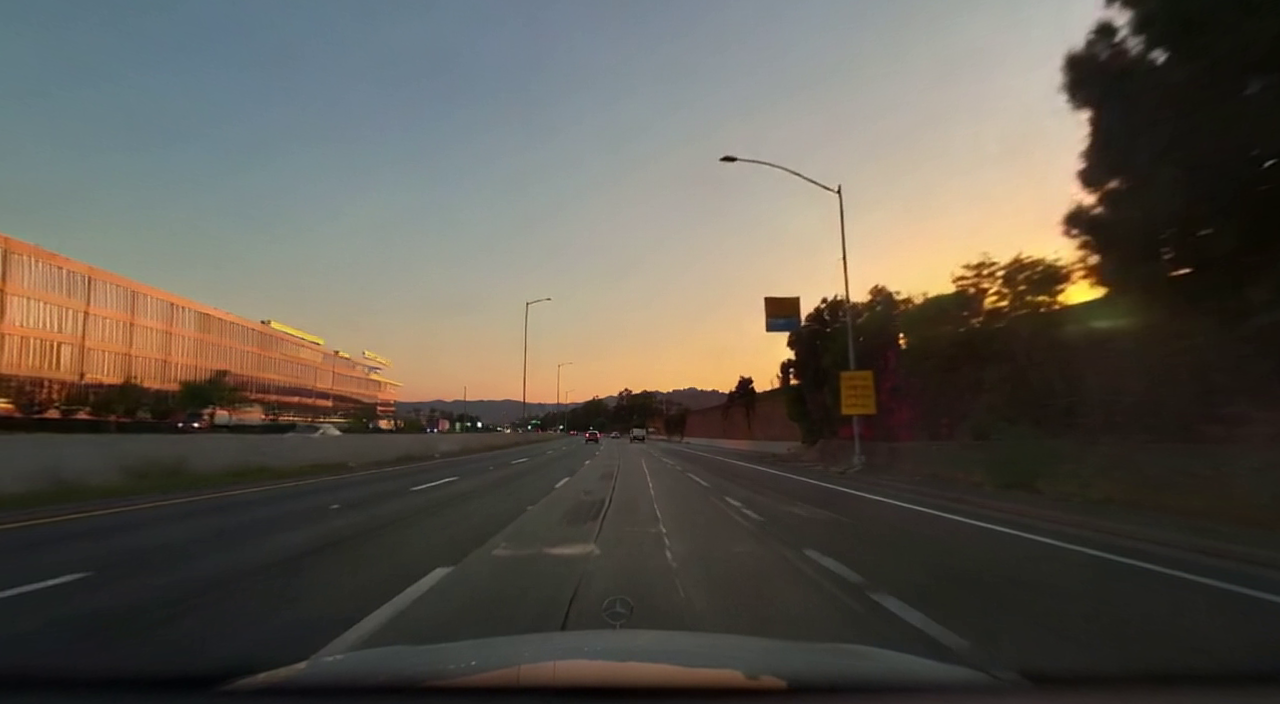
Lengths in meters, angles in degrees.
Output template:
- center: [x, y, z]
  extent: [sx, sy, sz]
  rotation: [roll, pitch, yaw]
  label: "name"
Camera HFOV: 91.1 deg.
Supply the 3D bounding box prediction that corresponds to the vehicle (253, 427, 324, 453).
- center: [-21.457, 5.407, 38.629]
  extent: [1.826, 1.483, 4.553]
  rotation: [0, -8, -1]
  label: "vehicle"
